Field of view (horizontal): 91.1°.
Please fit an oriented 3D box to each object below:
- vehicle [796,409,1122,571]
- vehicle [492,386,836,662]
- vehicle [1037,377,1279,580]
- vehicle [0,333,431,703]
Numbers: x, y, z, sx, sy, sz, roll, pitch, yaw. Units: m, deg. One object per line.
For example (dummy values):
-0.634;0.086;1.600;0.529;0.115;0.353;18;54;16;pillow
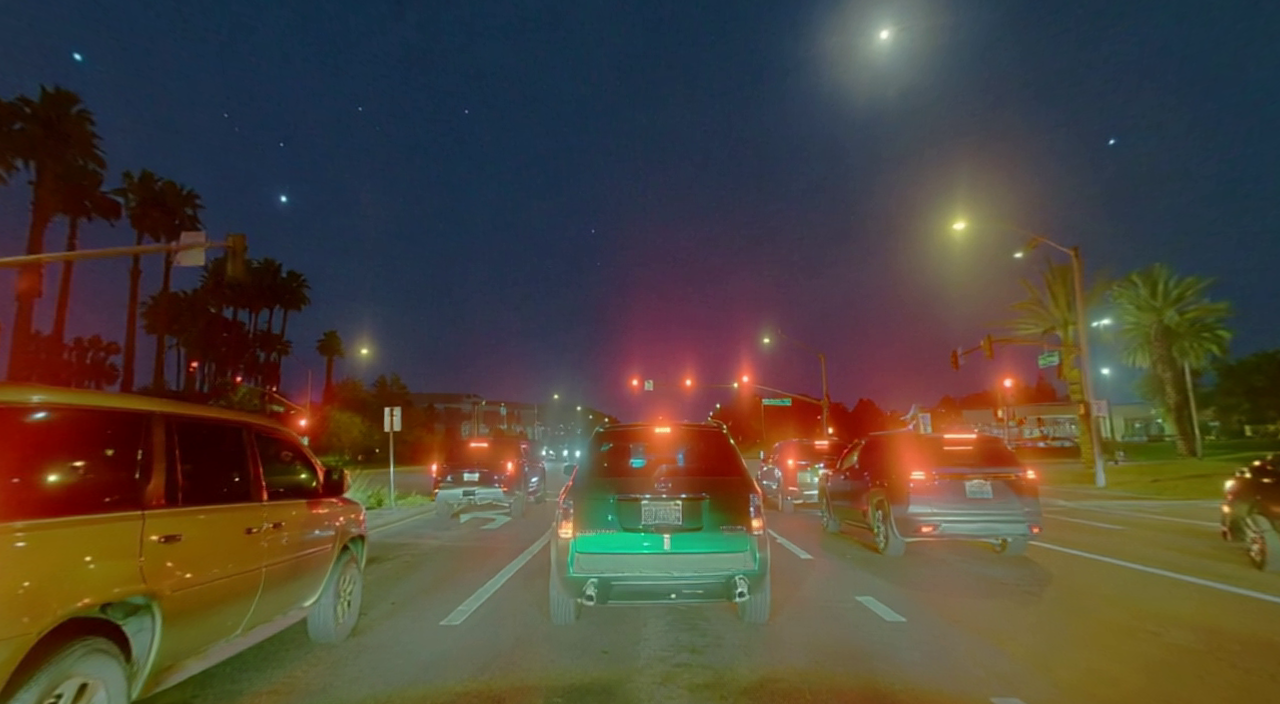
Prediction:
4.025;1.848;9.295;2.072;1.704;5.170;0;-9;-1;vehicle
0.181;1.373;6.044;2.123;1.704;4.128;0;-9;1;vehicle
7.341;1.339;6.841;2.337;1.925;5.728;0;-8;1;vehicle
-3.155;1.080;3.920;2.171;1.702;4.416;0;-9;0;vehicle
